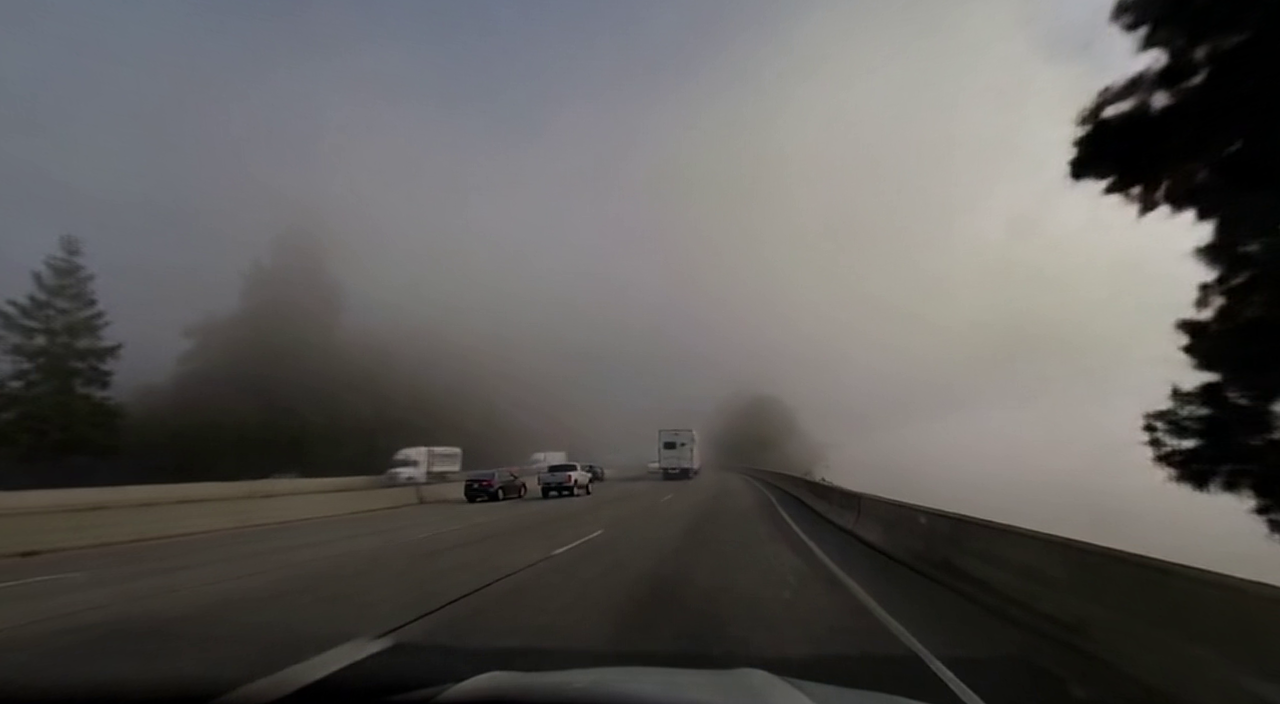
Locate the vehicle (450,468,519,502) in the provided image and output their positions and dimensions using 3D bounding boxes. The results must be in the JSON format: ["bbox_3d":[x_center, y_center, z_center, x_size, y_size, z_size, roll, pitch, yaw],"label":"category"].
[{"bbox_3d":[-7.746,6.662,31.866,1.872,1.536,4.134,-1,-10,9],"label":"vehicle"}]

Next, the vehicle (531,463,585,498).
[{"bbox_3d":[-3.930,6.227,30.686,1.778,1.560,3.030,-1,-10,9],"label":"vehicle"}]
